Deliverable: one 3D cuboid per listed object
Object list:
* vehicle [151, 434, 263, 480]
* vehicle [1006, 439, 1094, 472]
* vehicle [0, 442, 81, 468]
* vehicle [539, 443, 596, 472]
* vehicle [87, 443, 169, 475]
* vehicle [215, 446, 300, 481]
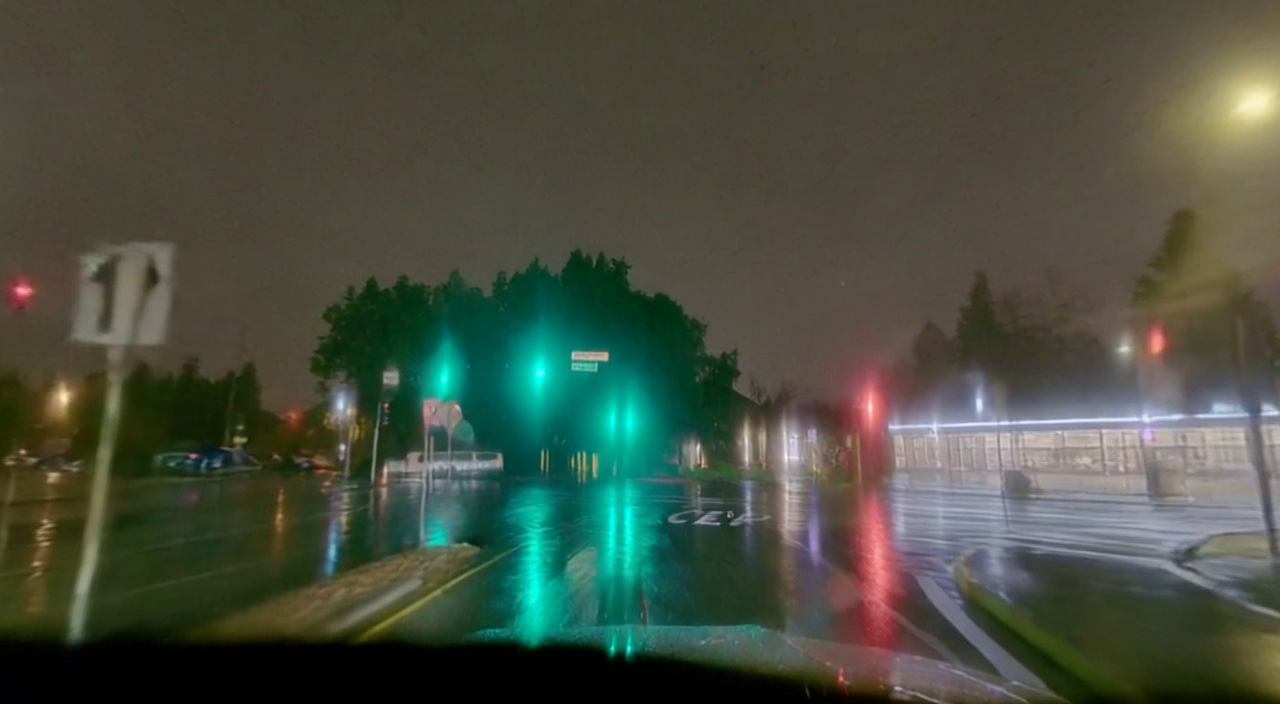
[{"bbox_3d":[-19.794,4.822,29.011,2.337,1.934,4.843,2,-9,-10],"label":"vehicle"},{"bbox_3d":[26.140,6.620,40.266,4.474,1.956,2.263,-5,-11,29],"label":"vehicle"},{"bbox_3d":[-39.415,6.763,41.146,2.002,1.603,4.547,2,-9,-12],"label":"vehicle"},{"bbox_3d":[-5.245,7.657,45.697,2.072,1.922,4.112,-5,-10,29],"label":"vehicle"},{"bbox_3d":[-26.242,5.492,32.346,1.771,1.510,3.545,2,-9,-13],"label":"vehicle"},{"bbox_3d":[-16.678,4.878,27.636,1.789,1.399,4.236,2,-9,-12],"label":"vehicle"}]
